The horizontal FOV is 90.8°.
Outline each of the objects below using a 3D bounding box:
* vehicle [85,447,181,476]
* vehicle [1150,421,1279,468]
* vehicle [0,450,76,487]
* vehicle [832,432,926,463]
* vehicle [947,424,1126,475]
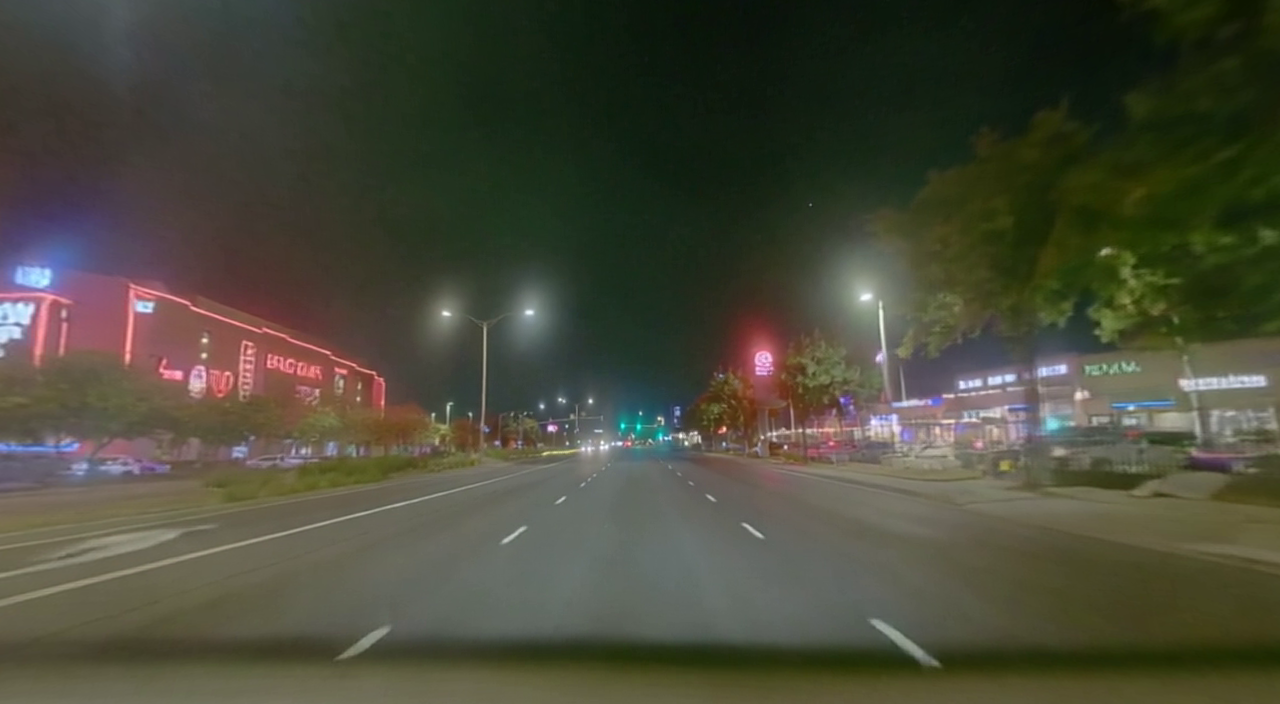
[{"bbox_3d":[-30.775,6.652,38.414,4.189,1.678,1.887,0,-8,1],"label":"vehicle"},{"bbox_3d":[24.399,3.871,26.478,1.917,1.772,5.073,0,-8,2],"label":"vehicle"},{"bbox_3d":[-30.693,5.633,30.793,4.441,1.667,2.223,-1,-8,6],"label":"vehicle"},{"bbox_3d":[13.381,5.366,35.506,4.386,1.570,2.043,-1,-9,-2],"label":"vehicle"},{"bbox_3d":[14.325,3.553,23.071,5.134,1.732,2.047,0,-8,0],"label":"vehicle"}]
